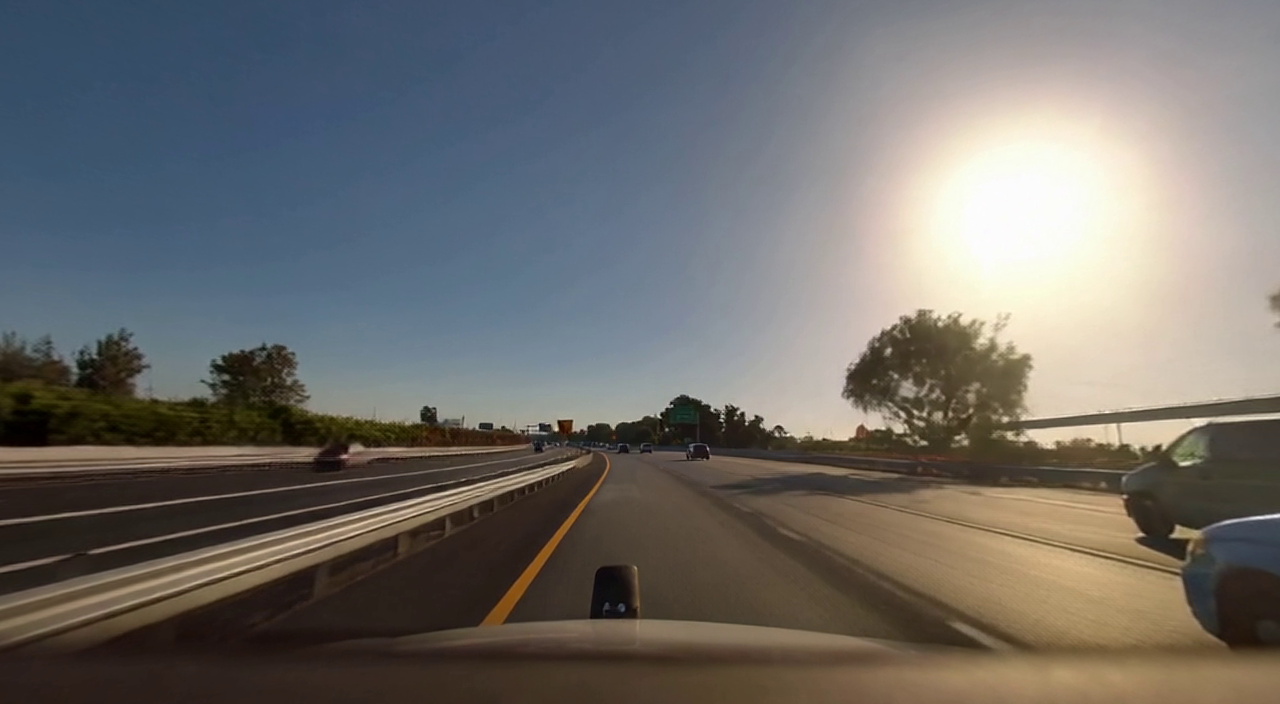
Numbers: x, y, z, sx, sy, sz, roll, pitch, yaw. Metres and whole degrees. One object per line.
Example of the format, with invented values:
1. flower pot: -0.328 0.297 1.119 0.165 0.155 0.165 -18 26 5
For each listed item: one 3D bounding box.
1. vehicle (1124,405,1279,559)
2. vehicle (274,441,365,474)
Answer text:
1. vehicle: 8.101 1.428 6.919 1.994 1.696 4.264 0 -9 -1
2. vehicle: -16.083 5.307 31.784 2.086 1.528 4.789 -1 -9 0
